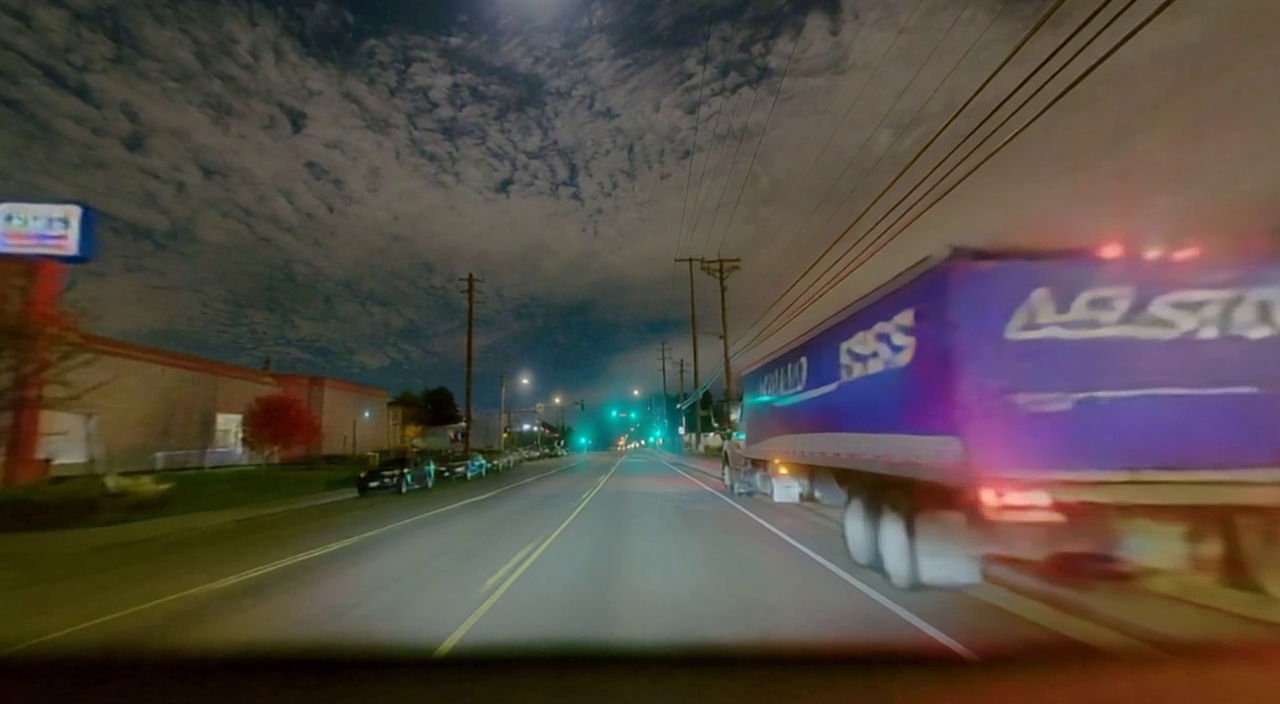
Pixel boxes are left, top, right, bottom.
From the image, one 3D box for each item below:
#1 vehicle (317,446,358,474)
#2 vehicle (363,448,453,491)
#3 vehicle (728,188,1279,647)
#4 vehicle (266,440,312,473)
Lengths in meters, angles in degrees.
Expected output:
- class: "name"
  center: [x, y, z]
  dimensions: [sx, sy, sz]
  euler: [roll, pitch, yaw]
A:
- class: "vehicle"
  center: [-18.946, 6.785, 39.715]
  dimensions: [1.795, 1.535, 4.163]
  euler: [0, -9, -18]
- class: "vehicle"
  center: [-8.833, 4.502, 24.517]
  dimensions: [1.939, 1.480, 4.632]
  euler: [0, -9, -3]
- class: "vehicle"
  center: [3.690, 1.030, 8.977]
  dimensions: [3.168, 3.106, 9.350]
  euler: [0, -8, -2]
- class: "vehicle"
  center: [-21.526, 6.403, 38.894]
  dimensions: [1.954, 1.868, 4.977]
  euler: [3, -9, -24]
